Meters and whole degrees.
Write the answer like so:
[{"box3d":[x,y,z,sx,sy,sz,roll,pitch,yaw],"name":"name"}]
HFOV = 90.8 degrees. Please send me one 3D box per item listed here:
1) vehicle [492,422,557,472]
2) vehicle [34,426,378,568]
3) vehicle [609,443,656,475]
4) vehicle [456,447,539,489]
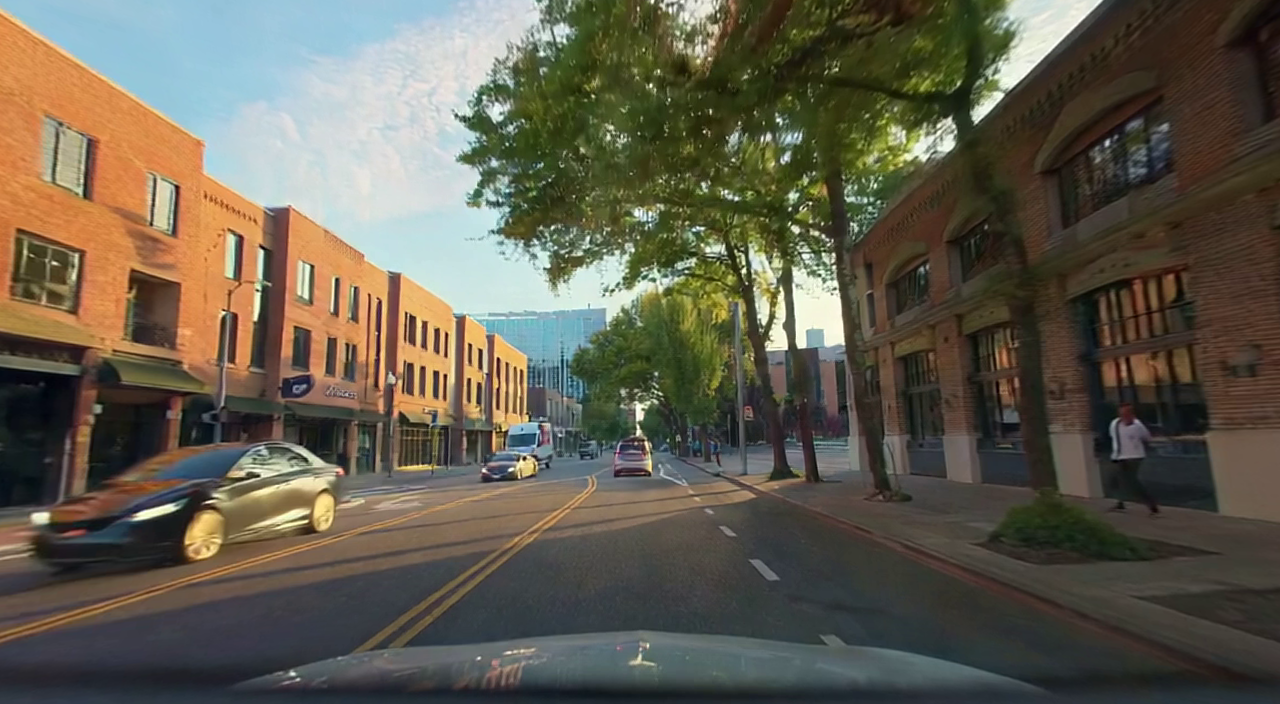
[{"box3d":[-7.513,6.328,42.109,2.754,3.065,7.103,0,-9,2],"name":"vehicle"},{"box3d":[-6.125,2.063,9.778,2.100,1.678,4.298,-1,-9,3],"name":"vehicle"},{"box3d":[-0.362,5.759,34.209,2.356,1.572,4.810,0,-9,0],"name":"vehicle"},{"box3d":[-5.541,4.559,25.193,2.039,1.484,4.391,-1,-9,4],"name":"vehicle"}]
